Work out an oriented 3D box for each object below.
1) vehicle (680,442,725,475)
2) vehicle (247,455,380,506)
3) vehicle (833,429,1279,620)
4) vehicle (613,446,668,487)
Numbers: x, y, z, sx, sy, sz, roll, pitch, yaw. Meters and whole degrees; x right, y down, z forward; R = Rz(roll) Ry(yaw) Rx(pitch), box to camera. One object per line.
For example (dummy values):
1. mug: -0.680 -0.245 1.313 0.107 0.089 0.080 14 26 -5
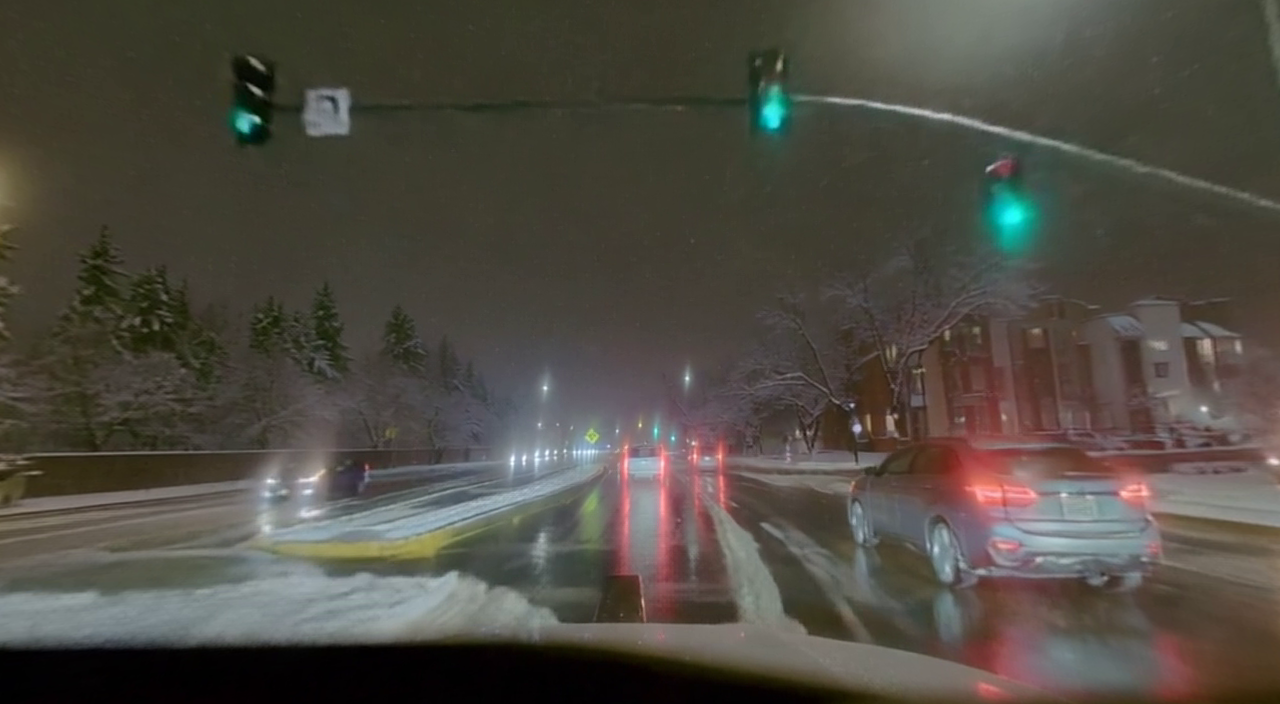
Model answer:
1. vehicle: 3.604 6.284 37.551 2.107 1.773 4.557 0 -8 -1
2. vehicle: -10.940 4.322 21.640 2.043 1.456 4.627 0 -8 1
3. vehicle: 3.944 1.677 7.207 2.049 1.473 4.425 0 -8 0
4. vehicle: 0.040 4.564 25.540 2.034 1.500 3.966 0 -8 1
